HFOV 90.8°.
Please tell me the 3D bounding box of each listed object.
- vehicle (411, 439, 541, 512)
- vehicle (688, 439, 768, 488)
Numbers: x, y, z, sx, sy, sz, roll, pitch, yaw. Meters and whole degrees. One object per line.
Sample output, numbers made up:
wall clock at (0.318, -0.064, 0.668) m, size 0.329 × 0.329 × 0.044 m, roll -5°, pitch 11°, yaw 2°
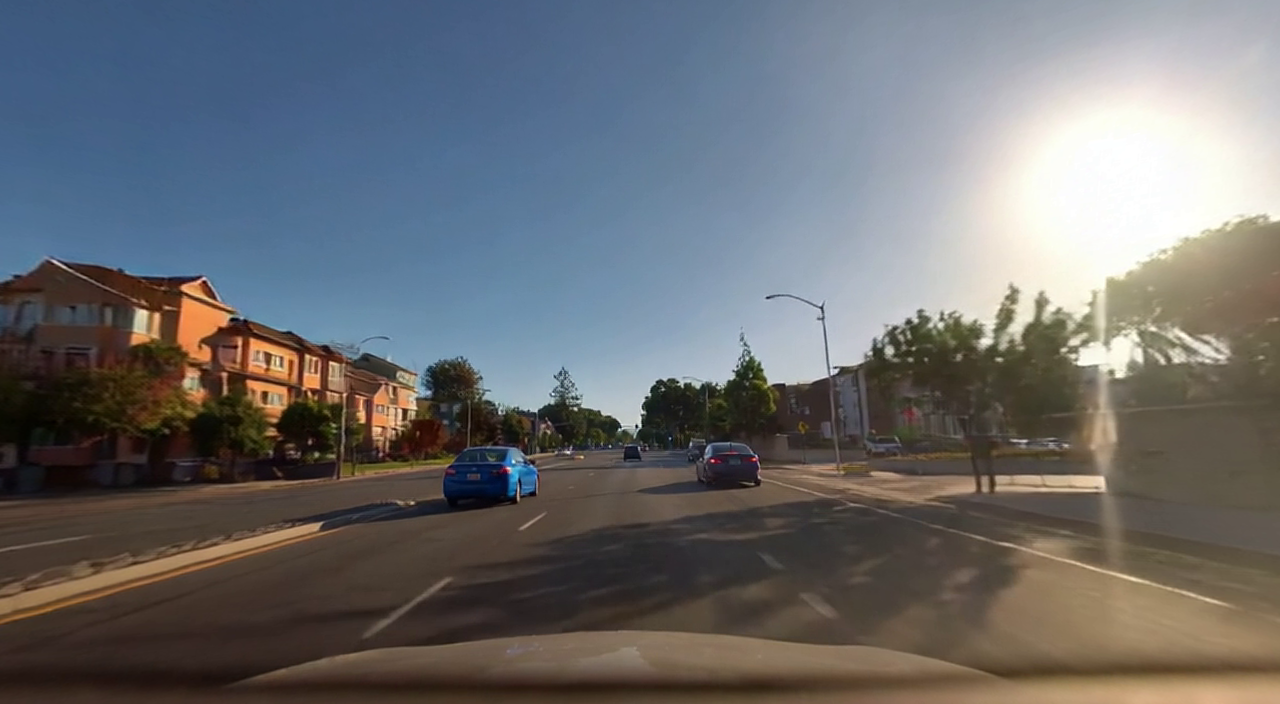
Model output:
vehicle at (-3.785, 2.913, 15.401) m, size 2.062 × 1.527 × 4.044 m, roll 0°, pitch -8°, yaw 0°
vehicle at (2.863, 3.735, 21.472) m, size 1.978 × 1.471 × 4.426 m, roll 0°, pitch -8°, yaw -1°
